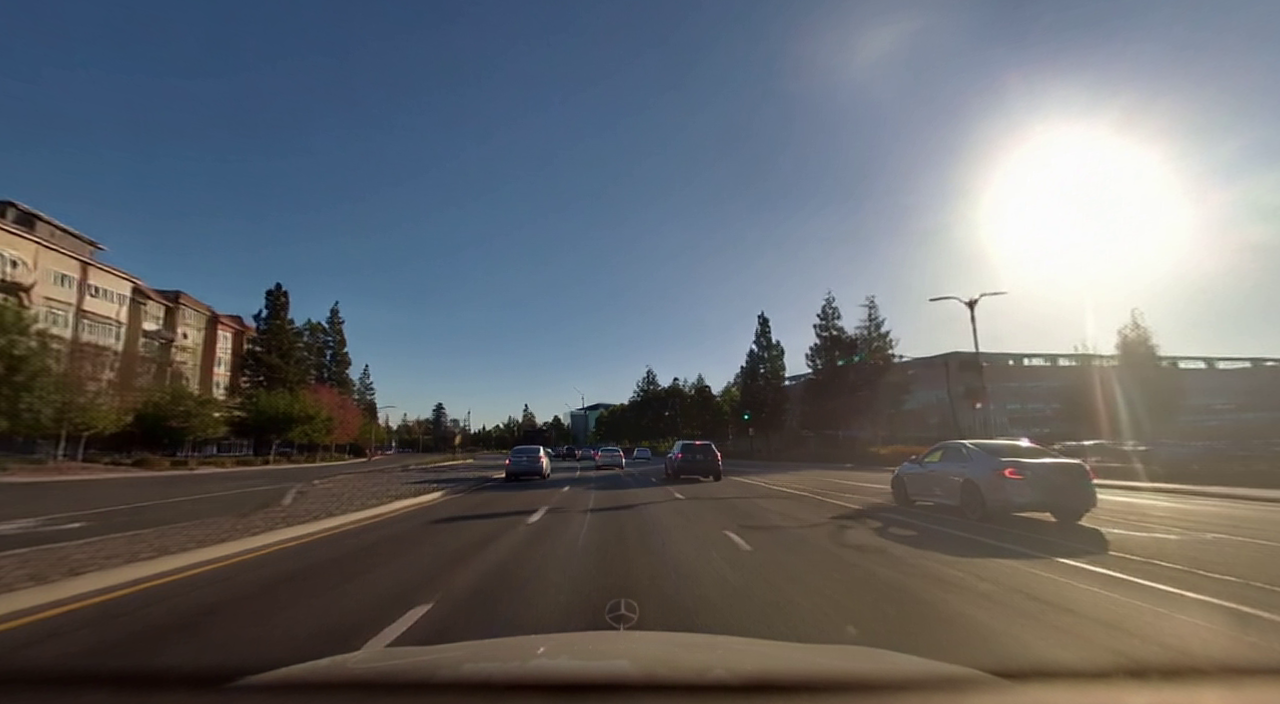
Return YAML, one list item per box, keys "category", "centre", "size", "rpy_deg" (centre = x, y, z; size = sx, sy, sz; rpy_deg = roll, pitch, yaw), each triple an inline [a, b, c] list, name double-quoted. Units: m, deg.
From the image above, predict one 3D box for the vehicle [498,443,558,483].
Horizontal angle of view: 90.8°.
- category: "vehicle"
  centre: [-5.000, 4.980, 28.672]
  size: [2.172, 1.671, 4.175]
  rpy_deg: [0, -8, -3]

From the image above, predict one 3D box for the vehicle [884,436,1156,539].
- category: "vehicle"
  centre: [6.176, 2.214, 11.043]
  size: [1.945, 1.408, 4.288]
  rpy_deg: [0, -8, -3]

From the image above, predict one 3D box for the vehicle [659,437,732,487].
- category: "vehicle"
  centre: [2.035, 4.218, 24.569]
  size: [2.161, 1.716, 4.194]
  rpy_deg: [0, -8, -4]

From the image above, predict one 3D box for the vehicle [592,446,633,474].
- category: "vehicle"
  centre: [-1.685, 6.289, 36.959]
  size: [2.155, 1.486, 4.403]
  rpy_deg: [1, -8, -5]
